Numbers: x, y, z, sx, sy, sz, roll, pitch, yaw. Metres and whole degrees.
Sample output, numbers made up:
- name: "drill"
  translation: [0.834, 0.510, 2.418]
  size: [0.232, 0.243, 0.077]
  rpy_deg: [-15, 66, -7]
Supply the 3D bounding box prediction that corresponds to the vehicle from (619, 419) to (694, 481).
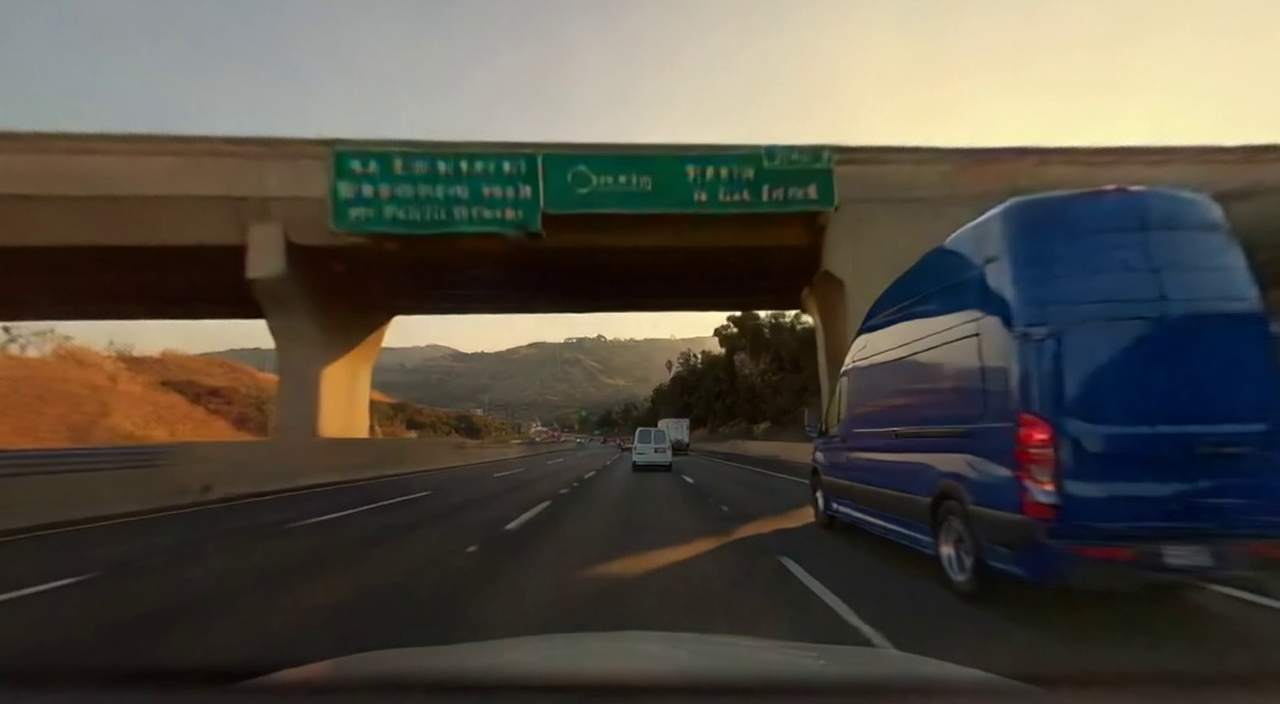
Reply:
- name: "vehicle"
  translation: [0.606, 3.561, 23.136]
  size: [2.469, 2.027, 4.554]
  rpy_deg: [0, -8, 2]
